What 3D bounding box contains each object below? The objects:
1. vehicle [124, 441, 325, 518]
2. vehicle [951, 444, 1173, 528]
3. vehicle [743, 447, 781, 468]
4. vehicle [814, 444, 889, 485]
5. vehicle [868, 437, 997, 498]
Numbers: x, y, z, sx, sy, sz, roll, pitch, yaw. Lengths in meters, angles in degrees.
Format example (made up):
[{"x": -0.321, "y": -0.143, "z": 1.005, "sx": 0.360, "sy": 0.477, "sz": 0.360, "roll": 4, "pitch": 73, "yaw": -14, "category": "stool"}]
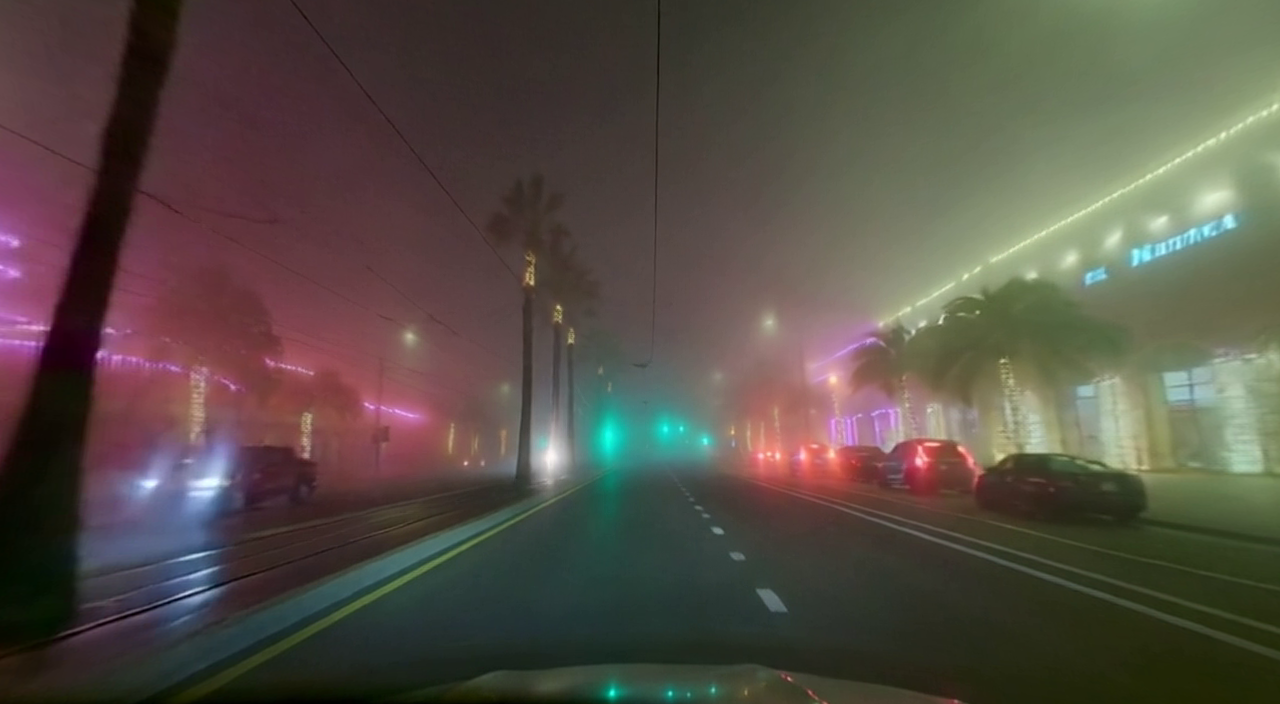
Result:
[{"x": -10.630, "y": 3.245, "z": 16.707, "sx": 2.042, "sy": 1.716, "sz": 4.634, "roll": -1, "pitch": -8, "yaw": 2, "category": "vehicle"}, {"x": 8.637, "y": 2.727, "z": 13.493, "sx": 1.733, "sy": 1.468, "sz": 4.326, "roll": 0, "pitch": -8, "yaw": 0, "category": "vehicle"}, {"x": 9.114, "y": 7.868, "z": 47.317, "sx": 1.822, "sy": 1.494, "sz": 4.385, "roll": 0, "pitch": -8, "yaw": -2, "category": "vehicle"}, {"x": 8.492, "y": 4.523, "z": 25.661, "sx": 1.715, "sy": 1.500, "sz": 3.910, "roll": 0, "pitch": -8, "yaw": 1, "category": "vehicle"}, {"x": 8.722, "y": 3.450, "z": 19.317, "sx": 1.867, "sy": 1.627, "sz": 4.357, "roll": 0, "pitch": -8, "yaw": 0, "category": "vehicle"}]
